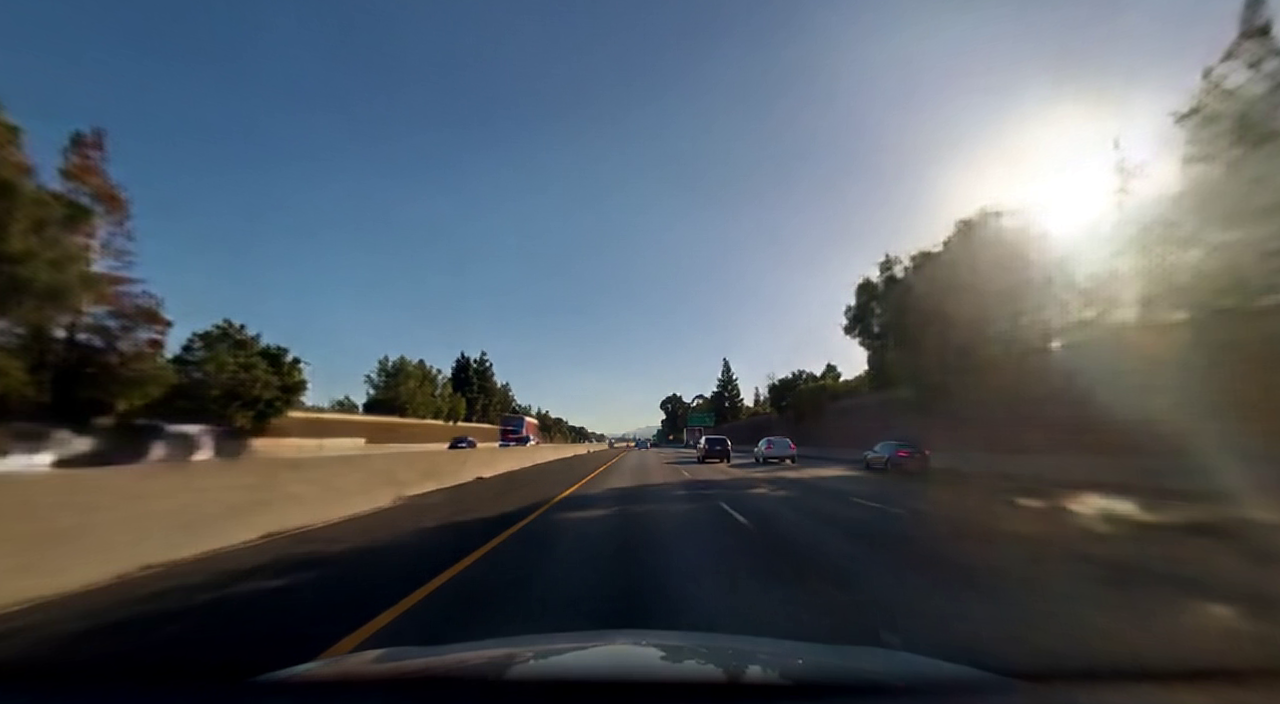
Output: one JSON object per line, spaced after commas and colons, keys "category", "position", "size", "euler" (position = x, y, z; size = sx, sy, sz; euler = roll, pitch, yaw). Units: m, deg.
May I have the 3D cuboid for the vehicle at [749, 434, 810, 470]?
{"category": "vehicle", "position": [7.280, 5.257, 33.438], "size": [2.178, 1.749, 4.570], "euler": [0, -8, -1]}

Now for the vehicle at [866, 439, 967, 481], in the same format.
{"category": "vehicle", "position": [10.735, 4.216, 24.891], "size": [1.970, 1.479, 4.480], "euler": [0, -8, 0]}

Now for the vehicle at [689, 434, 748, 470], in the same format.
{"category": "vehicle", "position": [3.784, 4.934, 31.236], "size": [2.326, 1.644, 4.206], "euler": [0, -8, -1]}

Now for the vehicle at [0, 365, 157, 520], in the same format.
{"category": "vehicle", "position": [-6.591, 0.831, 5.783], "size": [1.511, 1.402, 3.426], "euler": [0, -8, 1]}
